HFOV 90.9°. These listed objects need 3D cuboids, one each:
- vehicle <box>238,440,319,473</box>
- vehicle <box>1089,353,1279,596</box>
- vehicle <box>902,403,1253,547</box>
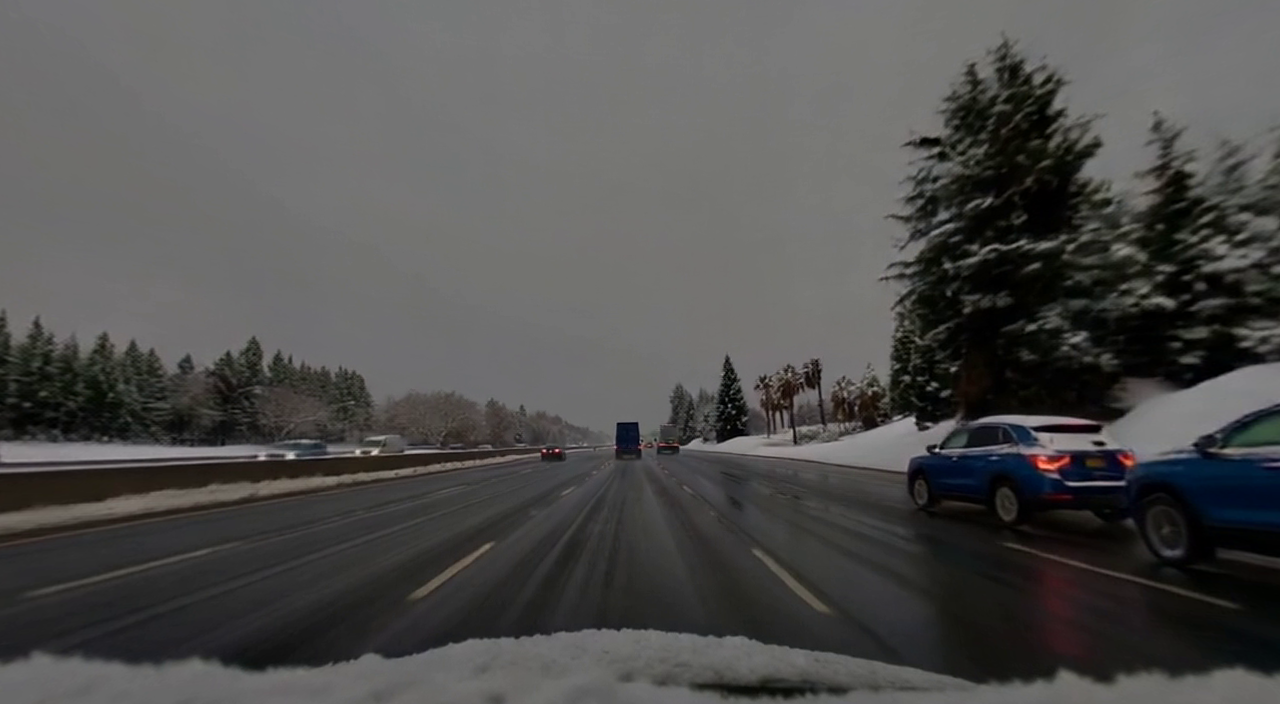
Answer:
[{"bbox_3d":[-17.832,5.149,31.330,1.764,1.488,3.670,0,-8,1],"label":"vehicle"},{"bbox_3d":[7.071,1.092,5.579,2.408,2.210,4.999,0,-8,0],"label":"vehicle"},{"bbox_3d":[6.963,2.021,11.139,2.361,1.911,5.286,0,-8,0],"label":"vehicle"}]
